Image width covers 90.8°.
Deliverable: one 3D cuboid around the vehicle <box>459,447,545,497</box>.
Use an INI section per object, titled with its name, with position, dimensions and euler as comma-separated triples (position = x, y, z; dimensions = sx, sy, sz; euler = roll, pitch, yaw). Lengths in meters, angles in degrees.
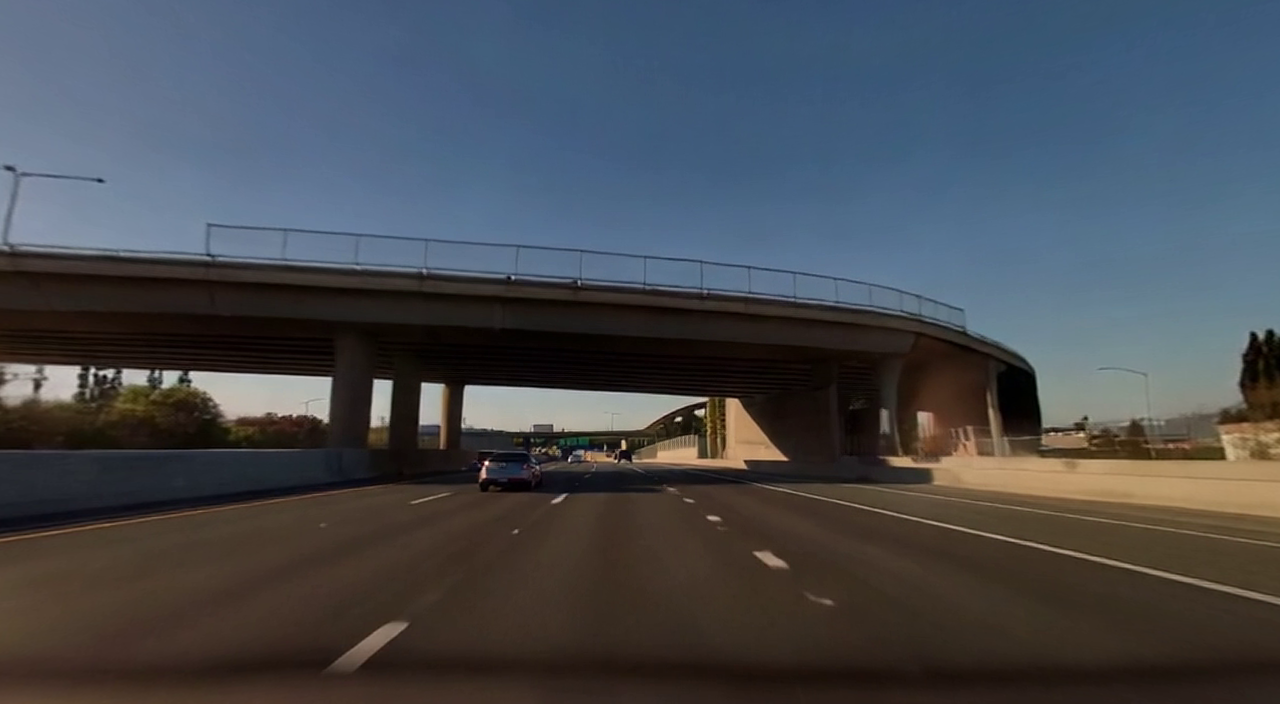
[vehicle]
position = -4.569, 4.036, 21.605
dimensions = 2.050, 1.507, 4.316
euler = 0, -9, -1
